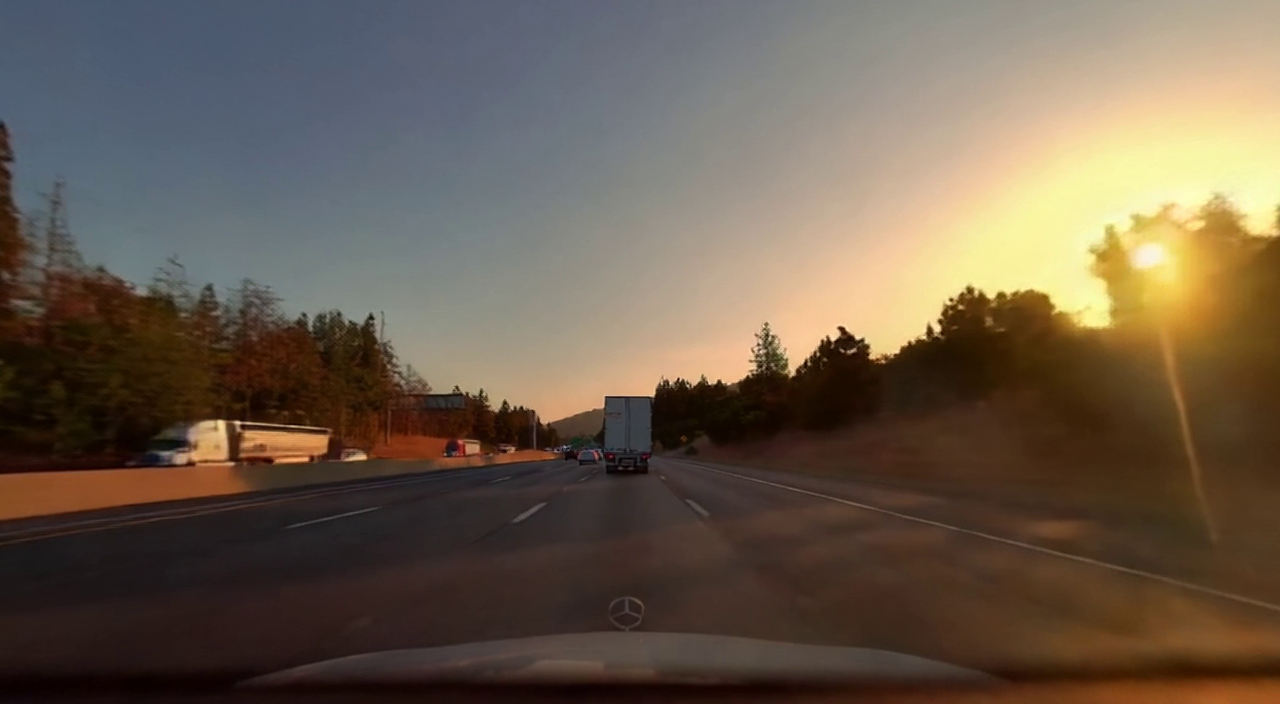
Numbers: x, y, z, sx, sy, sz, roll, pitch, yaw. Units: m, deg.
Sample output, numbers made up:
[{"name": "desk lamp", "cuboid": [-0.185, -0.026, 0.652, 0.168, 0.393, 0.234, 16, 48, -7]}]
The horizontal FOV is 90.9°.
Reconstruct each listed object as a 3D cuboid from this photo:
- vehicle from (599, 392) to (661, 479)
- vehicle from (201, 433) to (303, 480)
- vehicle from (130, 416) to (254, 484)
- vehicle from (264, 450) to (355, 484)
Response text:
[{"name": "vehicle", "cuboid": [-0.675, 4.857, 35.633, 2.875, 4.056, 12.312, 0, -9, -2]}, {"name": "vehicle", "cuboid": [-22.635, 6.125, 37.117, 2.308, 2.558, 5.787, 0, -9, -1]}, {"name": "vehicle", "cuboid": [-27.041, 5.983, 38.489, 2.987, 3.744, 6.096, 0, -9, -1]}, {"name": "vehicle", "cuboid": [-15.216, 5.293, 29.300, 1.964, 1.411, 4.245, 0, -9, -1]}]
